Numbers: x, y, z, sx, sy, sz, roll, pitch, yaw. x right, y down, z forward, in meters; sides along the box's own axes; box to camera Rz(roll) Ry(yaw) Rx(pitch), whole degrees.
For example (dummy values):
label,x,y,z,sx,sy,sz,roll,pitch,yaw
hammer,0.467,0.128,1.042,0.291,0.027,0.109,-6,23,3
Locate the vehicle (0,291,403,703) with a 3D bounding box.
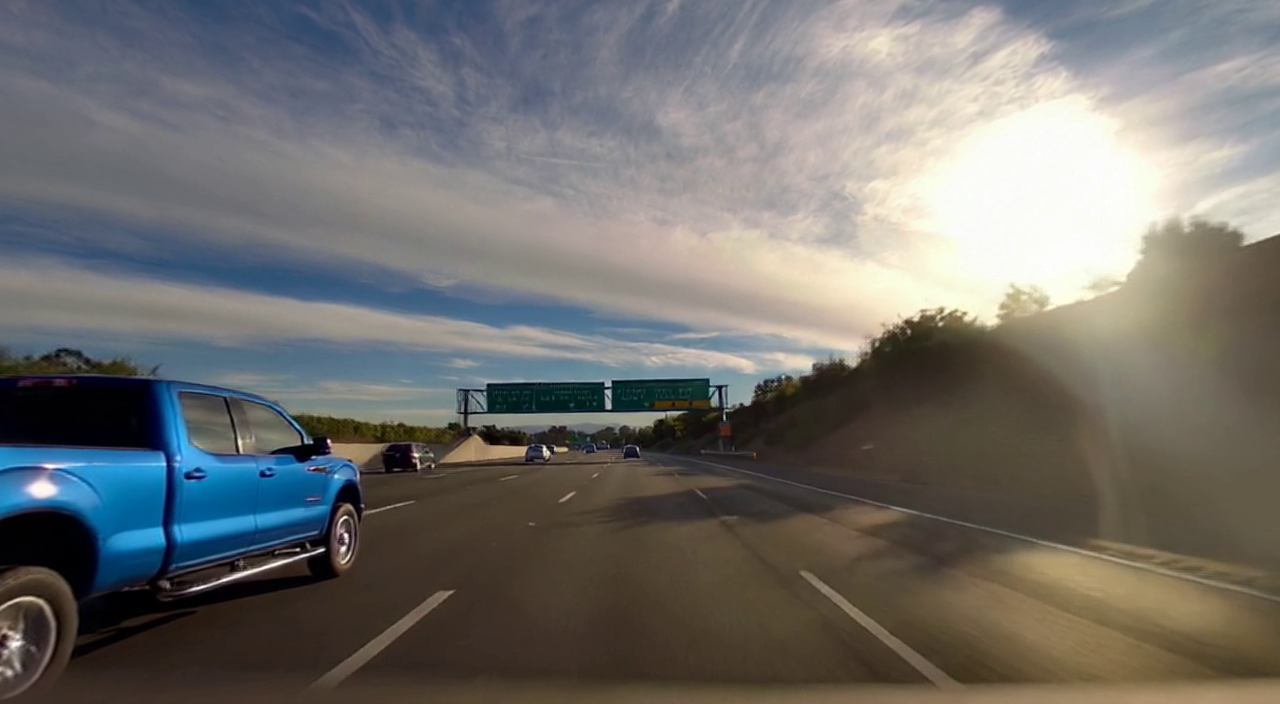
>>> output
label,x,y,z,sx,sy,sz,roll,pitch,yaw
vehicle,-4.112,1.001,4.664,2.339,2.004,6.171,0,-9,0
